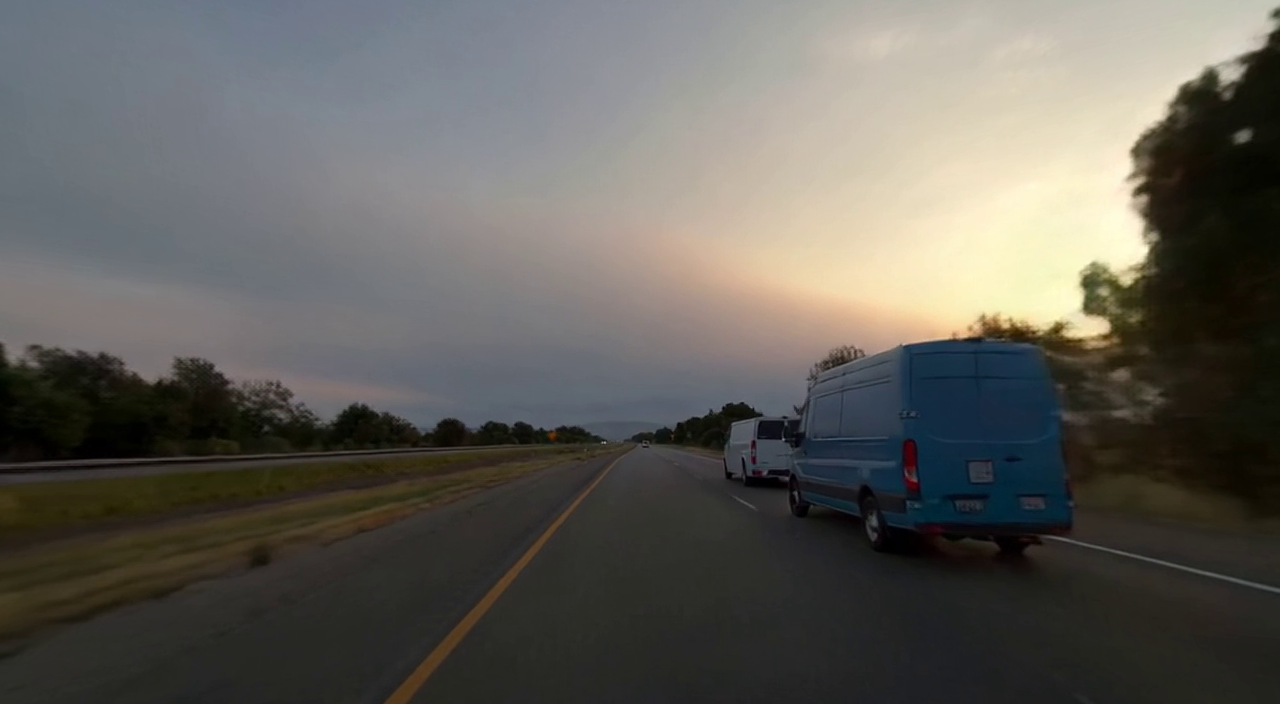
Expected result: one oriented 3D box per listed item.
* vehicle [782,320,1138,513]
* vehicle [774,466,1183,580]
[{"bbox_3d":[4.059,1.053,9.623,2.444,2.053,5.616,-1,-8,0],"label":"vehicle"},{"bbox_3d":[4.010,2.265,9.420,2.702,0.824,6.391,0,-8,1],"label":"vehicle"}]
